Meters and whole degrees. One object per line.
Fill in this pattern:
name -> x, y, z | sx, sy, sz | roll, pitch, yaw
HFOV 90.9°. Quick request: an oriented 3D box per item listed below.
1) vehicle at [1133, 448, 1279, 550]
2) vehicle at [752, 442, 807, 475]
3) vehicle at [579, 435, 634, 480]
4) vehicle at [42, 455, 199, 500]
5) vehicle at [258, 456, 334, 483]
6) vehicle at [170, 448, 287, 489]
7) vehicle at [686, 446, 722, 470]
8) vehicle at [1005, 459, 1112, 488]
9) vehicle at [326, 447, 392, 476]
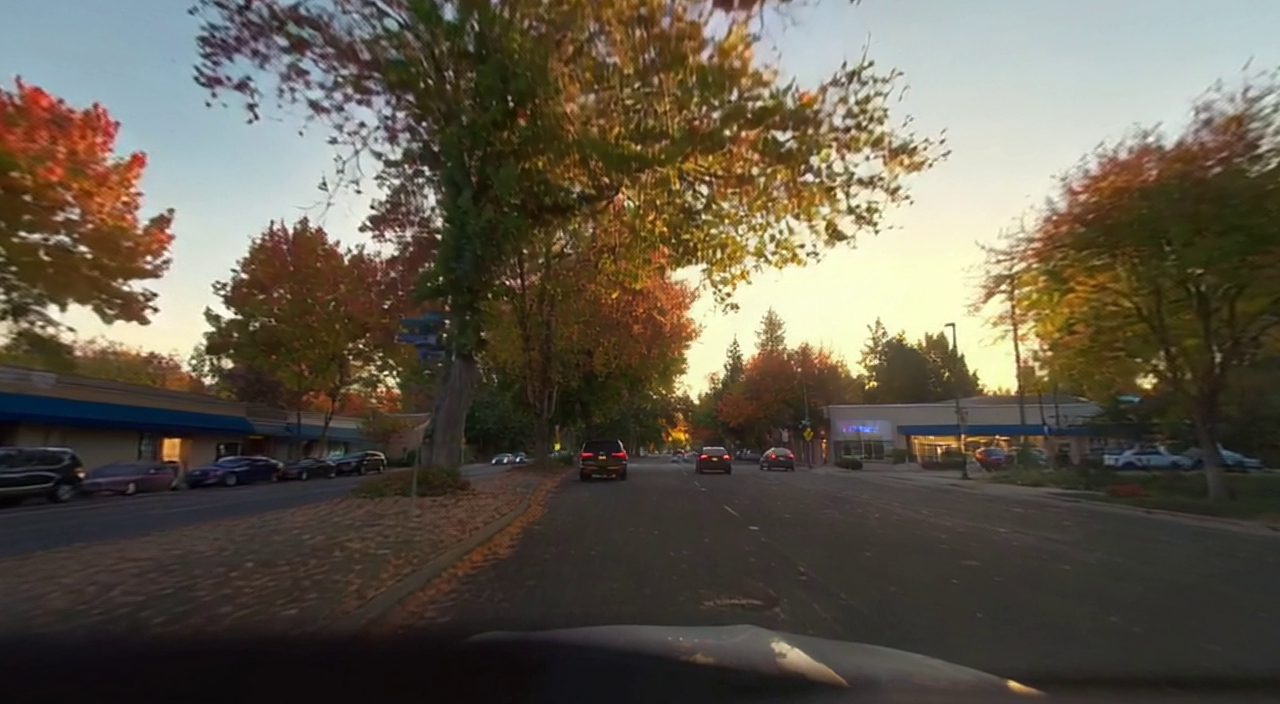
vehicle -> 10.477, 2.211, 9.585 | 2.092, 1.473, 4.813 | 0, -9, 1
vehicle -> 7.717, 5.924, 35.336 | 2.040, 1.738, 4.414 | 0, -9, 0
vehicle -> -1.584, 4.815, 29.051 | 2.344, 1.863, 4.665 | 1, -9, -4
vehicle -> -19.193, 4.623, 23.659 | 1.985, 1.463, 4.603 | 0, -8, -1
vehicle -> -18.848, 6.432, 34.783 | 1.737, 1.349, 4.014 | 0, -9, 3
vehicle -> -19.088, 5.385, 29.585 | 2.137, 1.723, 4.850 | 0, -8, 1
vehicle -> 4.142, 6.909, 41.313 | 1.886, 1.464, 4.290 | 0, -9, 0
vehicle -> 27.939, 8.108, 42.215 | 5.680, 1.772, 2.071 | 0, -9, -3
vehicle -> -18.823, 7.343, 42.497 | 1.914, 1.785, 5.408 | 0, -8, 0
